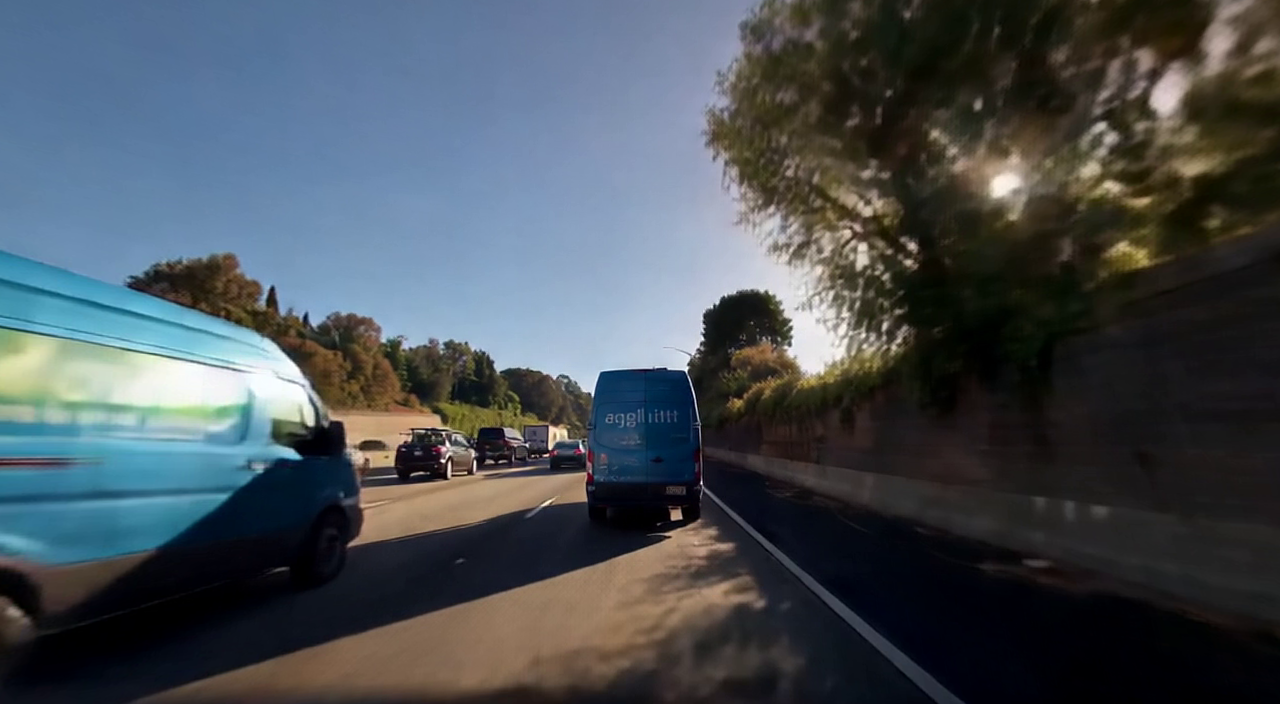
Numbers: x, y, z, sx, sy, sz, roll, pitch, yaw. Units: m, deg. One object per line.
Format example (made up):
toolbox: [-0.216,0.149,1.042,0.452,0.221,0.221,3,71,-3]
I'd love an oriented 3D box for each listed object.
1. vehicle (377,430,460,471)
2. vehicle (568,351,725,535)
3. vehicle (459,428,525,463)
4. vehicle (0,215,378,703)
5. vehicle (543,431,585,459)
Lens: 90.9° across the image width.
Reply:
vehicle: [-10.620,4.757,30.661,2.061,1.846,4.852,-1,-8,3]
vehicle: [0.132,1.810,12.660,2.316,2.738,6.398,0,-8,1]
vehicle: [-9.661,6.195,41.749,2.566,2.158,5.957,-1,-8,4]
vehicle: [-3.693,0.544,2.103,2.597,2.163,6.860,0,-8,1]
vehicle: [-5.895,7.314,49.504,2.302,2.007,5.490,-1,-8,3]
